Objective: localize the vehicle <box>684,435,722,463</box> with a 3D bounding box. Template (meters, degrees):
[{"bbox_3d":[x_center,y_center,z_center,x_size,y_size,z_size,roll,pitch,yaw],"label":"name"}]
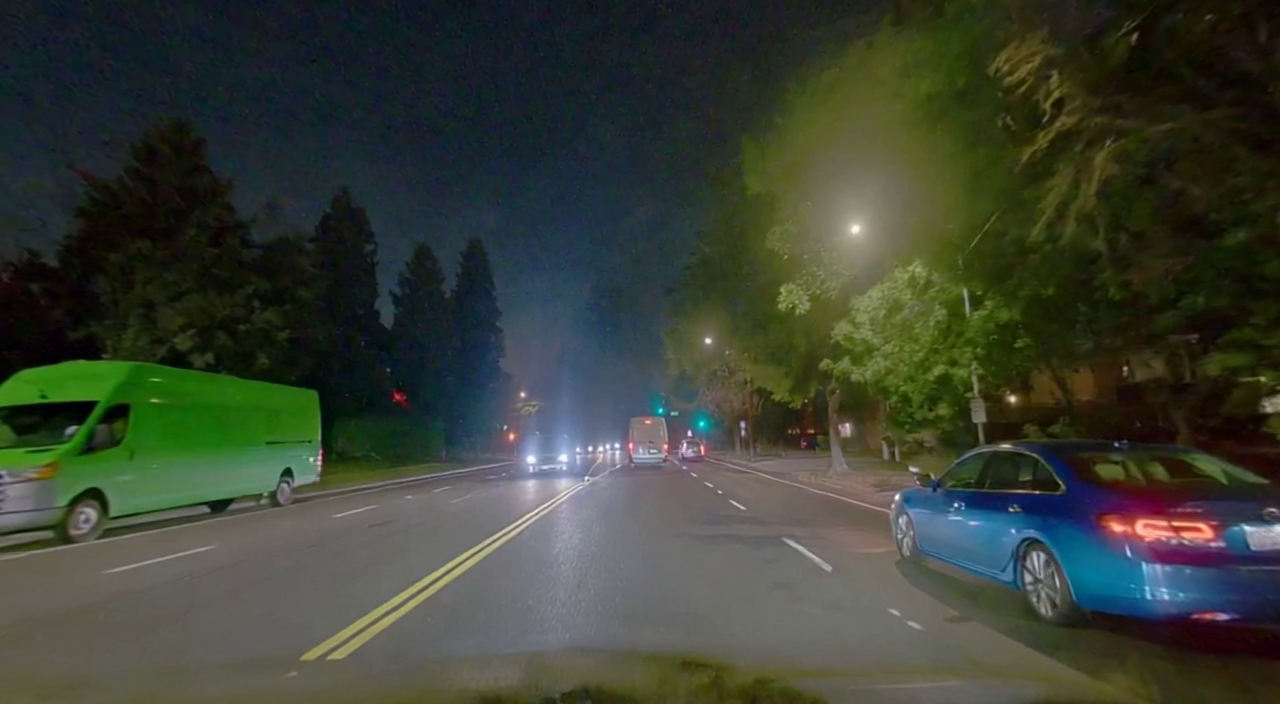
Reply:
[{"bbox_3d":[4.408,6.834,44.719,2.187,1.847,4.553,0,-8,0],"label":"vehicle"}]

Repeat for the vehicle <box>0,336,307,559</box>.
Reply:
[{"bbox_3d":[-10.889,2.096,13.692,2.754,3.338,8.405,0,-9,-1],"label":"vehicle"}]

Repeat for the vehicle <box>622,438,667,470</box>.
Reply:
[{"bbox_3d":[0.209,5.171,32.217,2.114,1.483,4.207,0,-8,0],"label":"vehicle"}]

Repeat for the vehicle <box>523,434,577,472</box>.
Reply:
[{"bbox_3d":[-4.450,5.109,32.126,2.054,1.772,4.817,0,-8,0],"label":"vehicle"}]

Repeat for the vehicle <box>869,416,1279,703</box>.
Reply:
[{"bbox_3d":[3.619,1.330,4.957,1.973,1.447,4.402,0,-8,0],"label":"vehicle"}]
